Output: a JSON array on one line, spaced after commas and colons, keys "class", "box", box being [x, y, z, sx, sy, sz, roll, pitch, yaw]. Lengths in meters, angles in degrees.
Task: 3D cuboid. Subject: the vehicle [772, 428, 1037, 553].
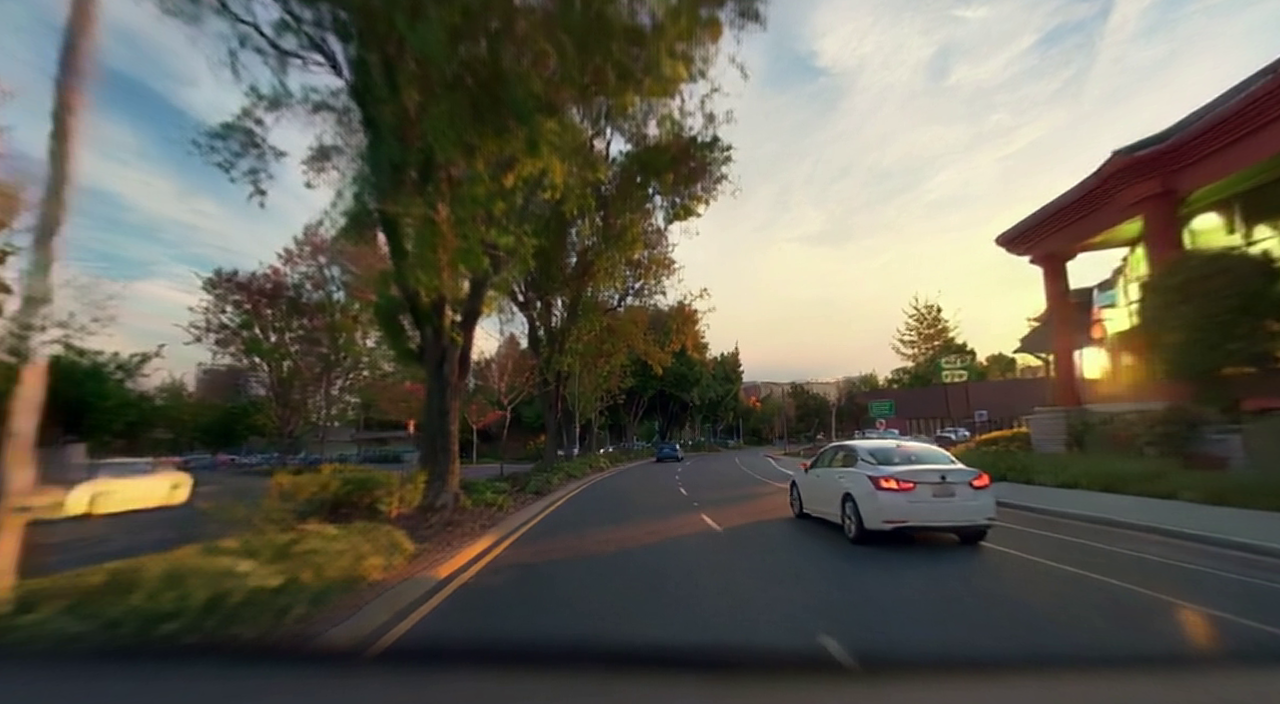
[{"class": "vehicle", "box": [3.746, 2.051, 10.178, 2.132, 1.497, 4.827, 0, -8, -1]}]

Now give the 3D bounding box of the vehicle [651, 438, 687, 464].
[{"class": "vehicle", "box": [2.087, 6.903, 44.178, 2.123, 1.703, 4.292, -1, -8, 8]}]

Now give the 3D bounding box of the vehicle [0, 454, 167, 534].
[{"class": "vehicle", "box": [-14.693, 3.480, 16.099, 1.910, 1.667, 4.290, 0, -8, 0]}]
